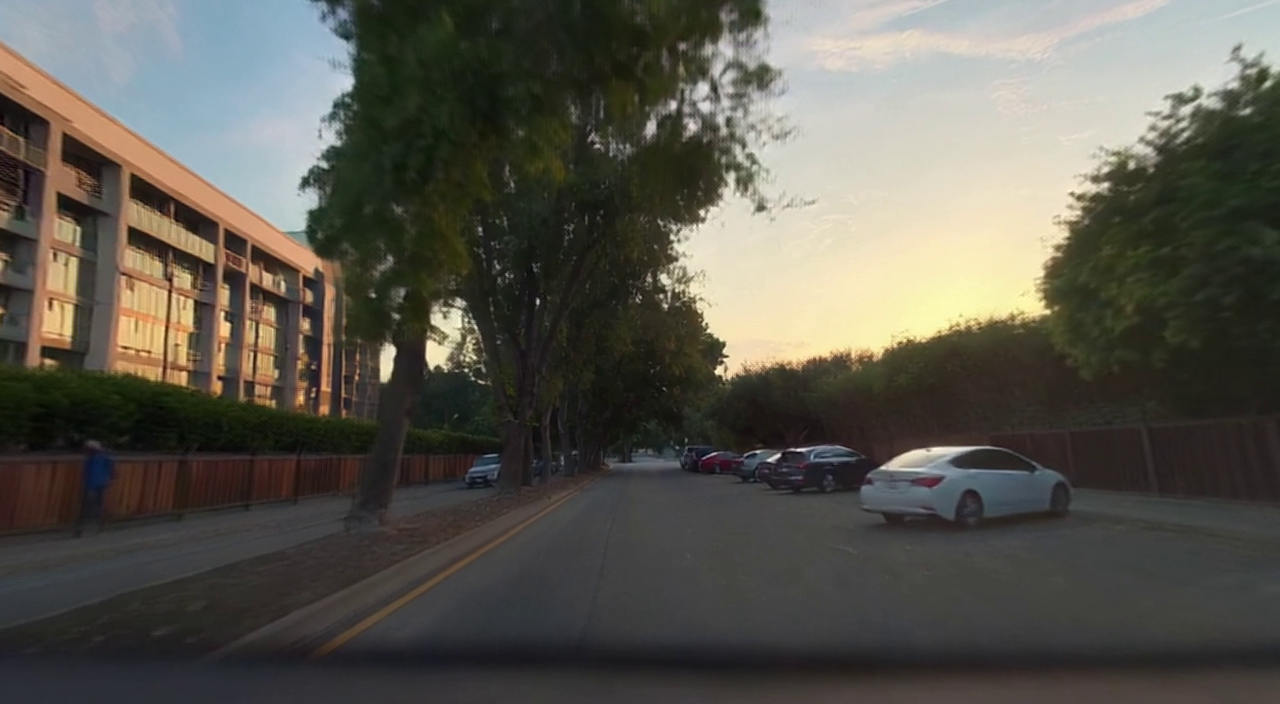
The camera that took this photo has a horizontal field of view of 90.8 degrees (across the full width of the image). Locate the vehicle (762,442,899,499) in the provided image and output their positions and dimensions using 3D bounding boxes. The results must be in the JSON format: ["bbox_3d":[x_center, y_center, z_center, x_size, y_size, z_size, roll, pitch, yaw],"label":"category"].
[{"bbox_3d":[6.258,3.796,20.716,3.954,1.666,2.213,6,-10,-34],"label":"vehicle"}]

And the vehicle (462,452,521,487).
[{"bbox_3d":[-8.050,6.400,34.685,2.172,1.707,4.273,0,-8,0],"label":"vehicle"}]

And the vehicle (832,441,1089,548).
[{"bbox_3d":[5.464,2.301,10.826,3.752,1.494,2.083,5,-10,-29],"label":"vehicle"}]

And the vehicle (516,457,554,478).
[{"bbox_3d":[-8.095,8.935,49.157,1.911,1.497,4.738,0,-8,2],"label":"vehicle"}]
